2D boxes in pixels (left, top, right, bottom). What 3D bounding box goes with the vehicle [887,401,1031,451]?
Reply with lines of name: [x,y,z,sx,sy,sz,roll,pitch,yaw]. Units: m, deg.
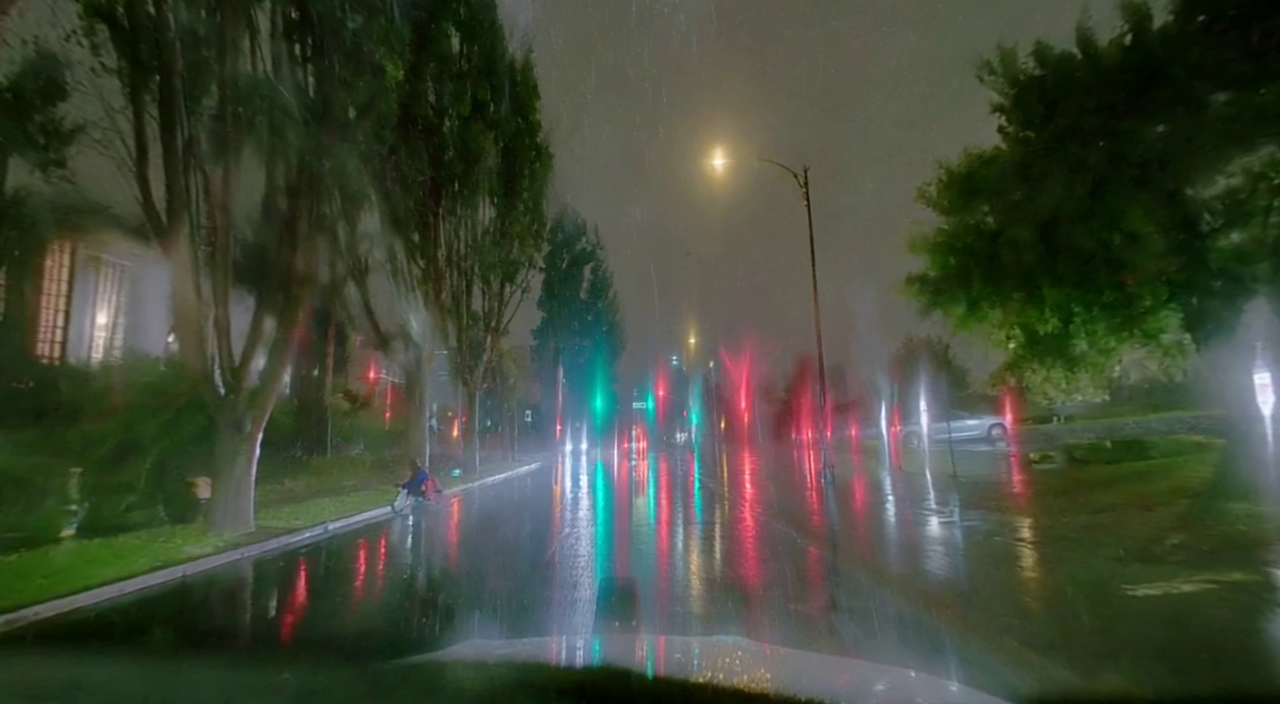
vehicle: [12.012,2.832,24.006,4.349,1.462,1.982,-5,-7,6]

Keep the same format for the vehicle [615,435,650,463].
vehicle: [-0.423,6.223,40.502,2.142,1.686,3.816,-1,-8,1]

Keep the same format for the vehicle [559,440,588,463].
vehicle: [-4.657,7.001,44.402,1.973,1.512,3.524,0,-8,-5]
